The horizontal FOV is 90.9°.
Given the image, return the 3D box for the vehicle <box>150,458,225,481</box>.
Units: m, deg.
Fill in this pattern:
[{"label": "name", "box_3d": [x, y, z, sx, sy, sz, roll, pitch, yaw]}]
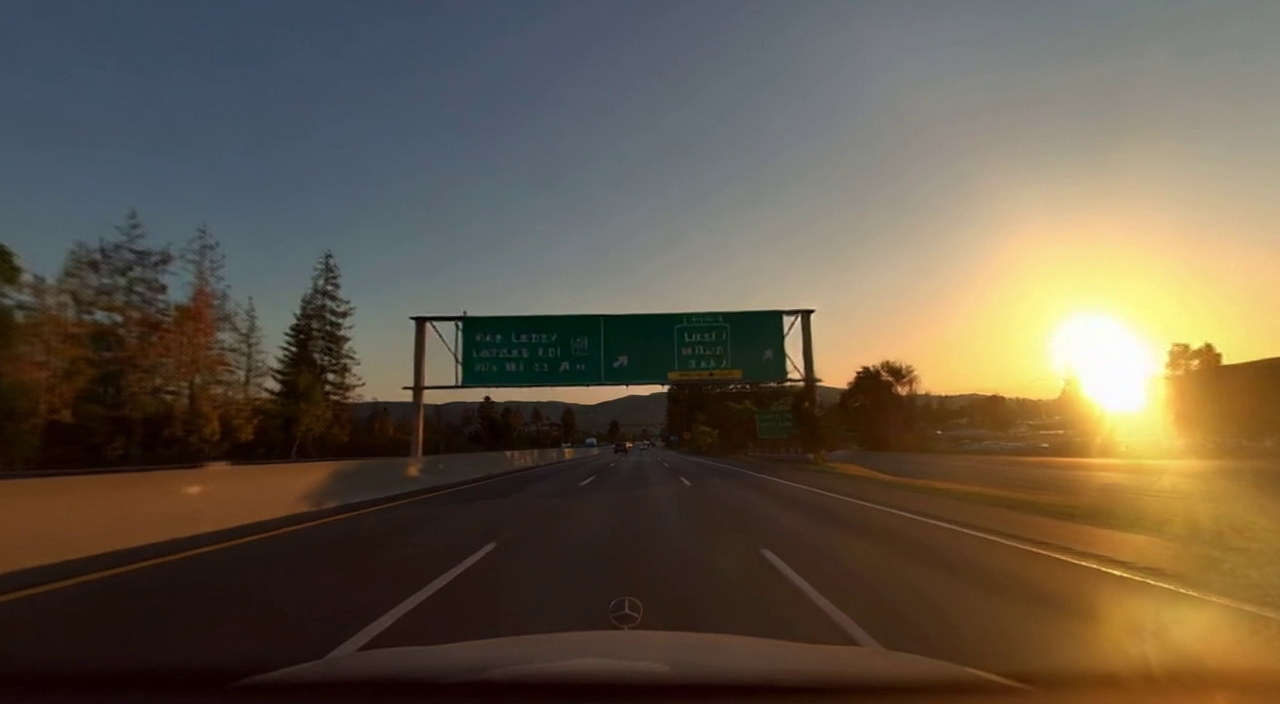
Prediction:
[{"label": "vehicle", "box_3d": [-32.236, 8.371, 45.132, 1.843, 1.461, 4.694, -1, -8, 1]}]
